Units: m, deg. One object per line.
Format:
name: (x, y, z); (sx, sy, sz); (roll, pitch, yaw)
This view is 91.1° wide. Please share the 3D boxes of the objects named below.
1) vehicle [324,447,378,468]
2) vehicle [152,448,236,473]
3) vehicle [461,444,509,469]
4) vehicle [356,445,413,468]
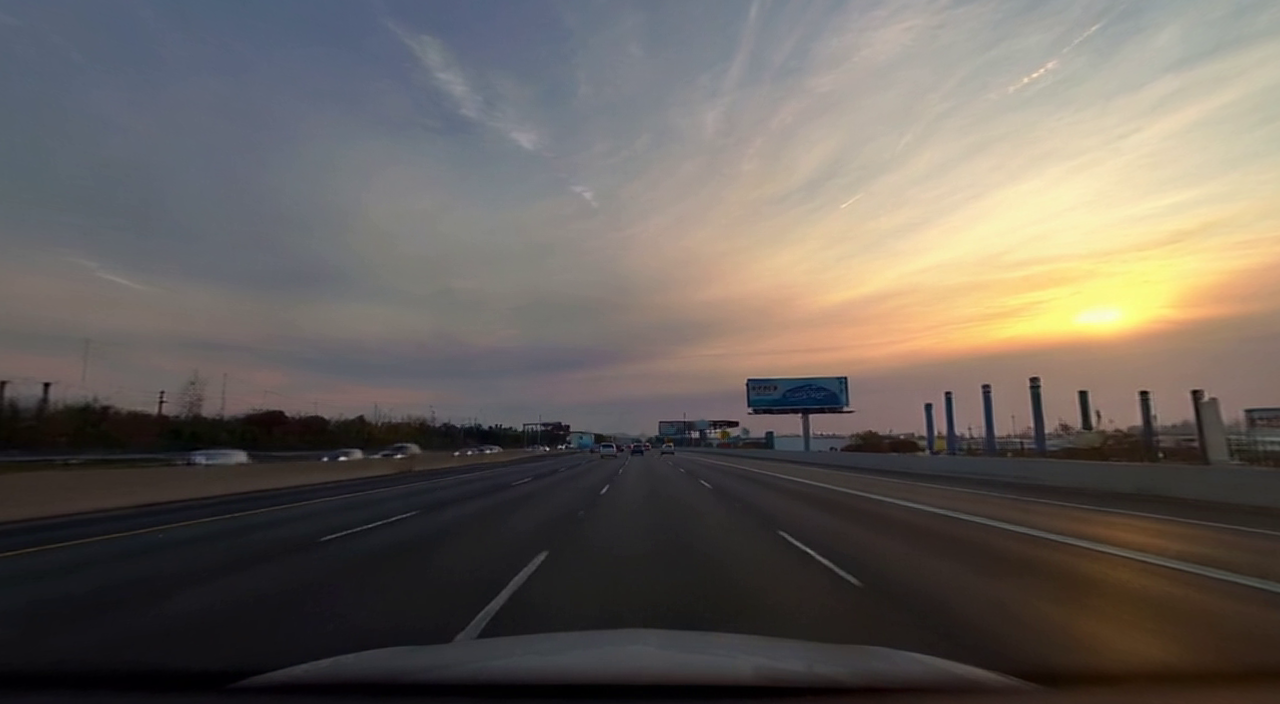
vehicle: (-22.055, 8.024, 48.114); (2.021, 1.518, 4.362); (0, -9, 1)
vehicle: (-29.167, 7.073, 41.275); (1.888, 1.509, 4.905); (0, -9, 1)
vehicle: (-10.063, 6.767, 41.036); (1.974, 1.513, 4.584); (0, -9, 0)
vehicle: (-18.711, 7.682, 46.191); (1.988, 1.572, 4.923); (0, -9, 1)
